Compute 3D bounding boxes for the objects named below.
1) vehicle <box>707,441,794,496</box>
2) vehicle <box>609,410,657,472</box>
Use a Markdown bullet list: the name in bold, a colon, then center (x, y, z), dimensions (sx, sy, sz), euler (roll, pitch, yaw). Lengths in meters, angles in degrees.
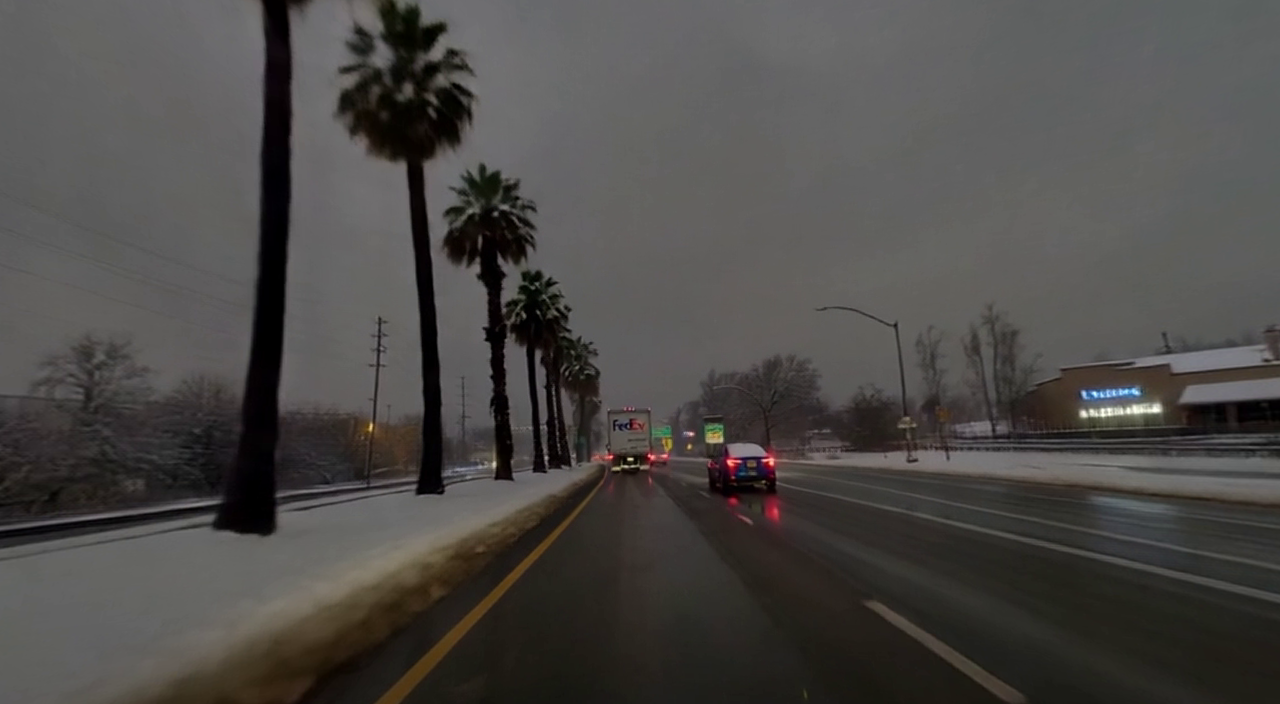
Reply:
- **vehicle**: center (3.448, 3.719, 20.422), dimensions (1.966, 1.558, 4.238), euler (0, -9, -1)
- **vehicle**: center (-0.611, 6.931, 48.548), dimensions (3.243, 4.134, 11.656), euler (0, -9, -1)
